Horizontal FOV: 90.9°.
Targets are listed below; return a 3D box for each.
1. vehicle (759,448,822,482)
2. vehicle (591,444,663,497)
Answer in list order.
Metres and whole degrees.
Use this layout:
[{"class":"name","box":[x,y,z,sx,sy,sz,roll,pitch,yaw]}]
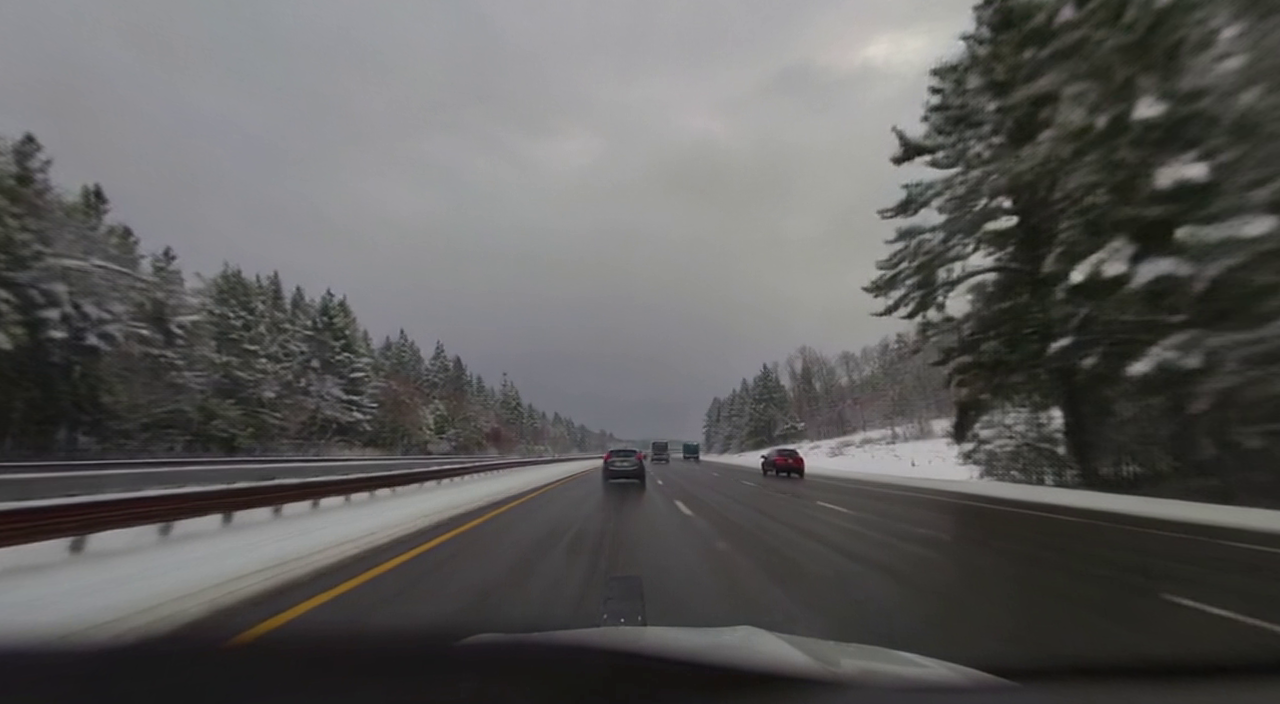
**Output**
[{"class":"vehicle","box":[6.985,5.252,29.611,1.926,1.483,3.528,0,-9,-2]},{"class":"vehicle","box":[-0.429,3.690,20.028,2.053,1.483,4.185,0,-9,-2]}]
